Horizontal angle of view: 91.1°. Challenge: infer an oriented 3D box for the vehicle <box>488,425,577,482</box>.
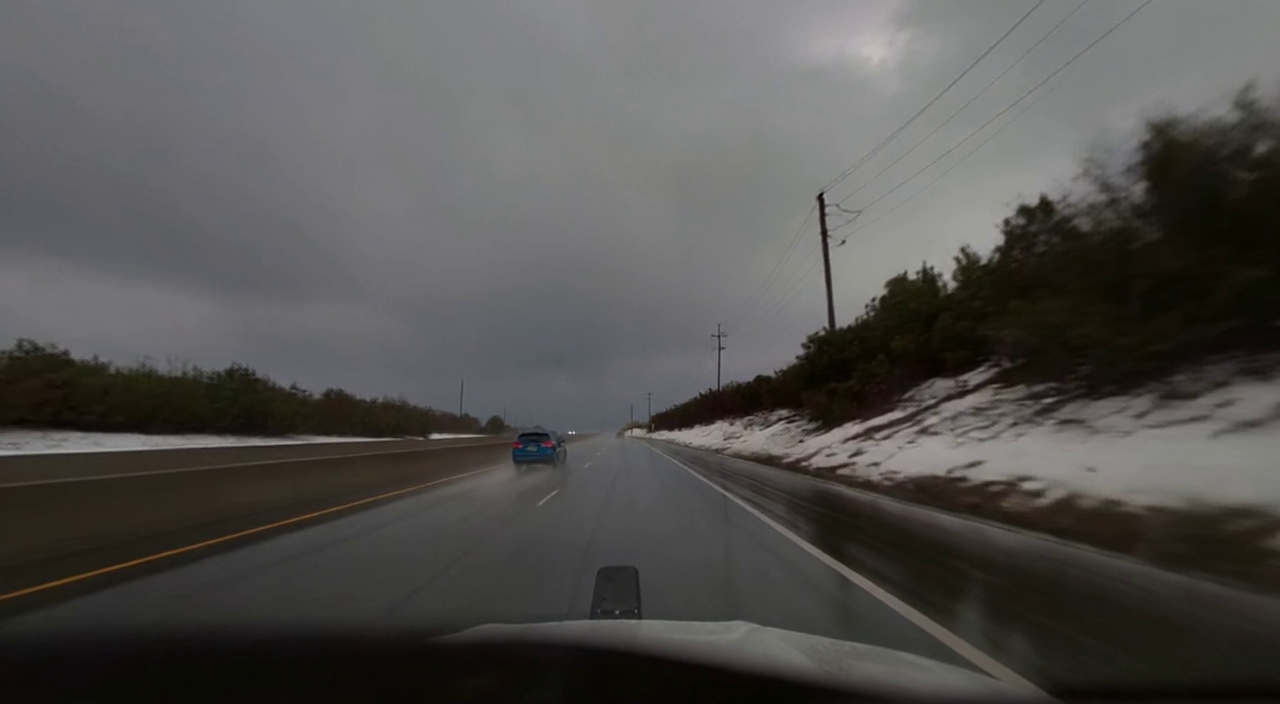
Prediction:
[{"bbox_3d":[-3.107,3.024,19.038,1.999,1.536,3.969,0,-8,0],"label":"vehicle"}]
